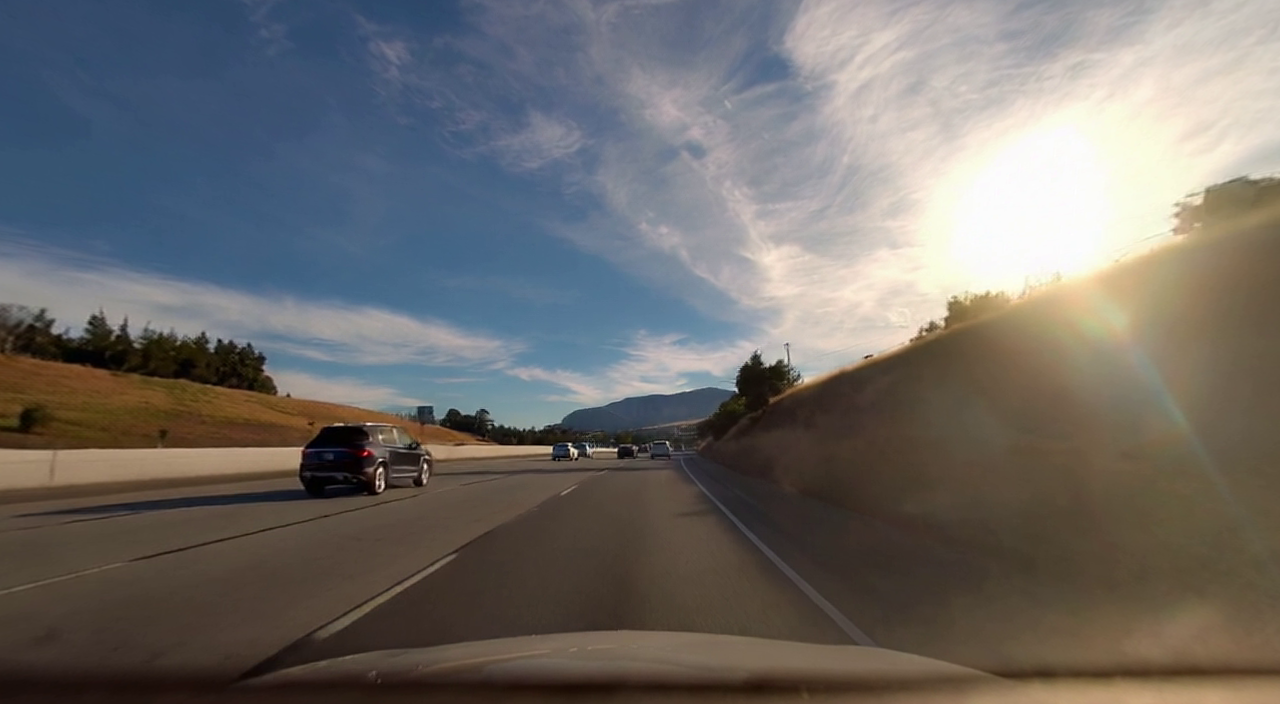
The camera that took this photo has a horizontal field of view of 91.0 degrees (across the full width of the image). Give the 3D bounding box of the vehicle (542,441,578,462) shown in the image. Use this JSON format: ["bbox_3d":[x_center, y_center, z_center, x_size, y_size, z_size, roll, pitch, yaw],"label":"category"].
[{"bbox_3d":[-6.050,7.535,48.007,1.986,1.534,4.255,0,-8,3],"label":"vehicle"}]

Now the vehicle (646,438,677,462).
[{"bbox_3d":[1.610,7.217,46.509,2.141,1.706,4.065,0,-8,2],"label":"vehicle"}]

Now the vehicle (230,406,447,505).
[{"bbox_3d":[-6.938,2.484,15.516,2.438,1.967,5.596,0,-8,2],"label":"vehicle"}]
